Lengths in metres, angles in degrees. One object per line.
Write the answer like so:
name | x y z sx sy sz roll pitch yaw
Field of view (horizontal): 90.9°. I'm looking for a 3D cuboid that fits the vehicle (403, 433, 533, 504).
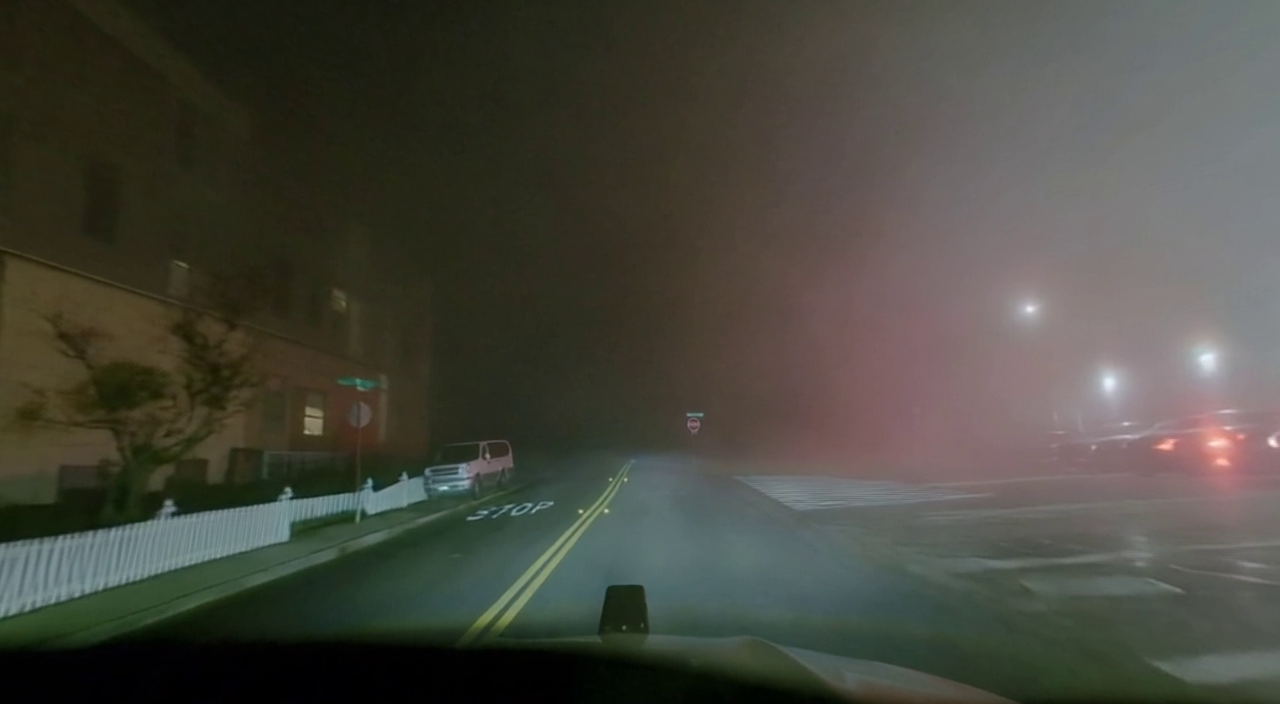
vehicle | -5.324 3.656 20.646 2.308 1.899 6.107 -2 -8 3
